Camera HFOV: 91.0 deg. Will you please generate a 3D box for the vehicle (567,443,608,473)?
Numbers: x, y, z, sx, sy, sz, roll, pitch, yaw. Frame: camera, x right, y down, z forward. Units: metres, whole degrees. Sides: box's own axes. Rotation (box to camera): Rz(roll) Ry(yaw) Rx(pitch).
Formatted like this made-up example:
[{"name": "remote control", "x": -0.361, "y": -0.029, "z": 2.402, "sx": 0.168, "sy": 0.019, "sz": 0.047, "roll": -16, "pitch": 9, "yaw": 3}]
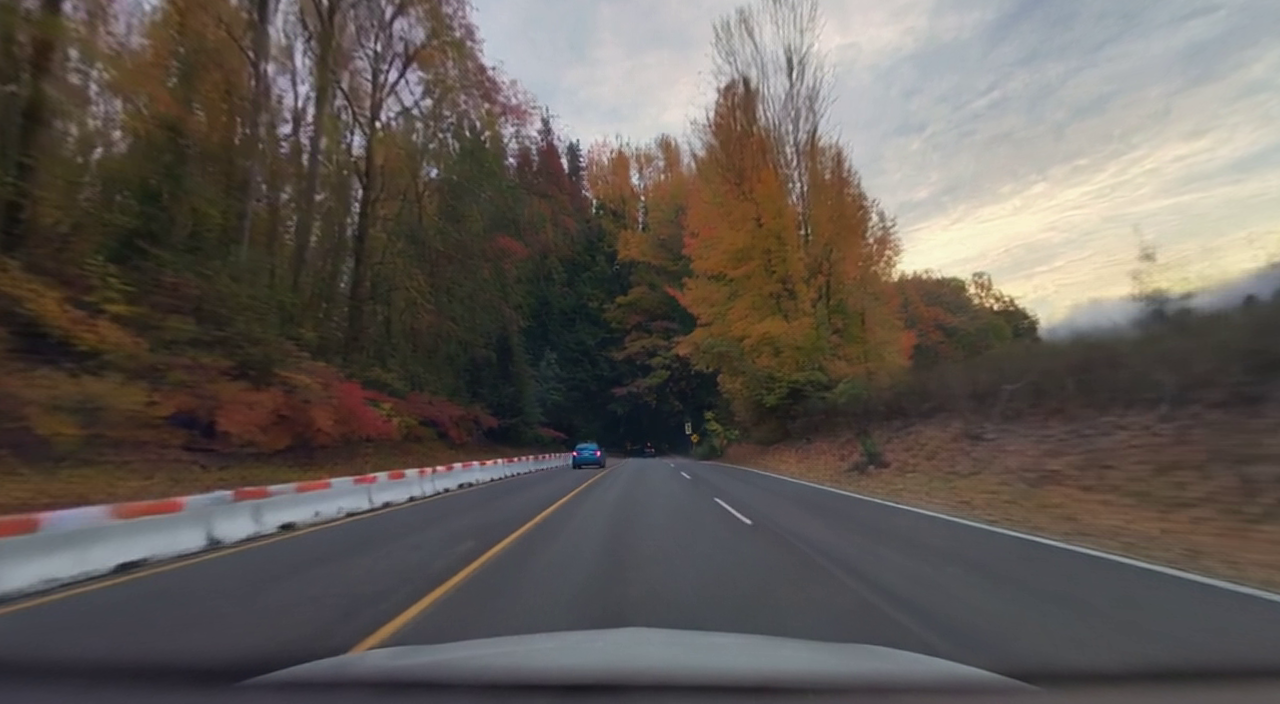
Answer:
[{"name": "vehicle", "x": -2.808, "y": 5.770, "z": 34.470, "sx": 1.902, "sy": 1.505, "sz": 4.016, "roll": 0, "pitch": -9, "yaw": 0}]
